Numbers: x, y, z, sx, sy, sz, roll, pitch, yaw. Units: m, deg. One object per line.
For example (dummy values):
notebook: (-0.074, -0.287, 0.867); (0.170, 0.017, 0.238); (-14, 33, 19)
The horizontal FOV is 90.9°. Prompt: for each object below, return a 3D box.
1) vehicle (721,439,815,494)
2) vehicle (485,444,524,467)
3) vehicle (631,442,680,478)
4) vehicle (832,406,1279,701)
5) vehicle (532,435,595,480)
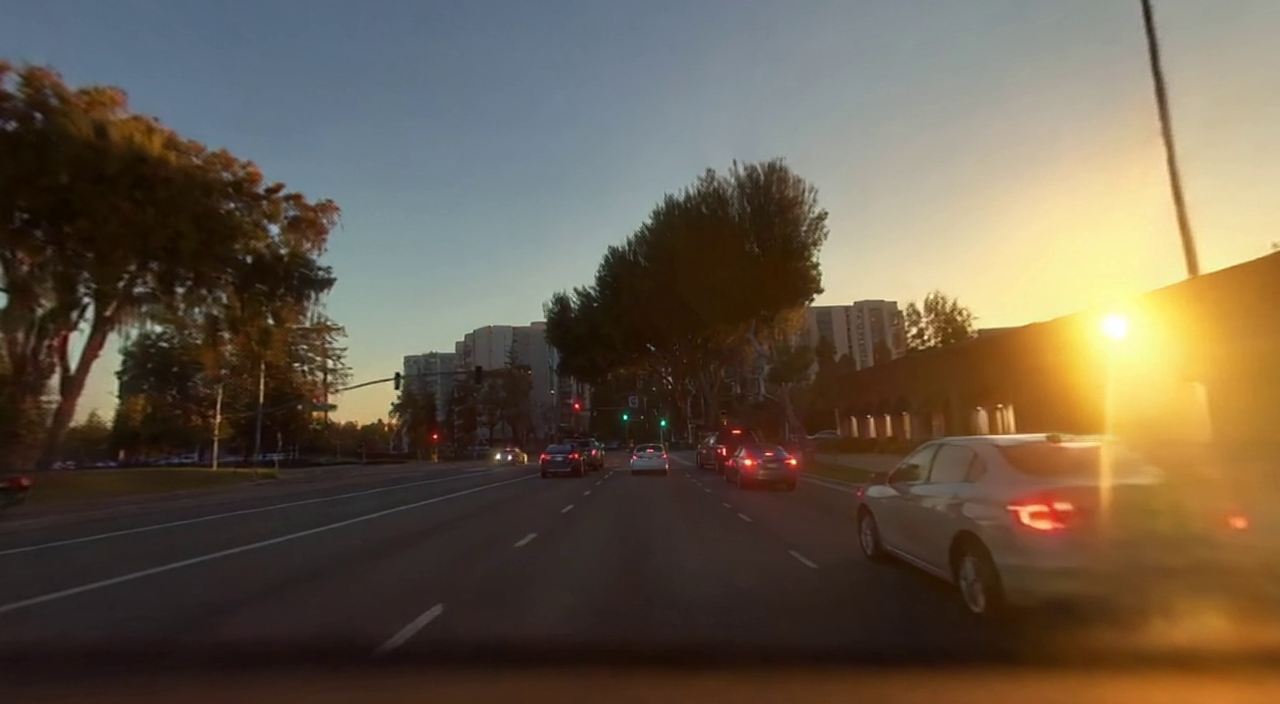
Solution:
vehicle: (3.702, 3.393, 19.053); (1.913, 1.463, 4.198); (0, -8, -1)
vehicle: (-9.898, 7.587, 46.316); (1.989, 1.598, 4.054); (-1, -9, 0)
vehicle: (0.618, 4.629, 27.232); (1.971, 1.433, 3.923); (0, -8, 0)
vehicle: (3.313, 1.344, 5.428); (1.948, 1.474, 4.360); (0, -8, 0)
vehicle: (-3.110, 4.434, 26.667); (2.023, 1.720, 4.452); (-1, -8, 1)
